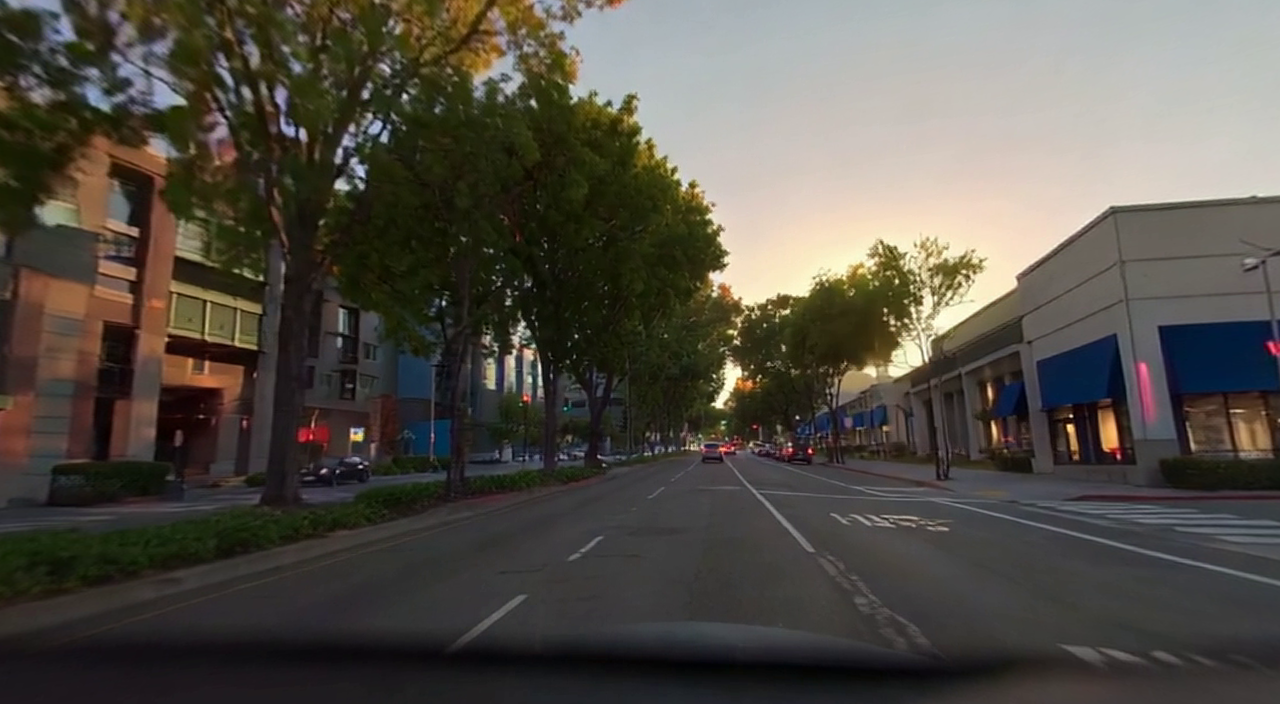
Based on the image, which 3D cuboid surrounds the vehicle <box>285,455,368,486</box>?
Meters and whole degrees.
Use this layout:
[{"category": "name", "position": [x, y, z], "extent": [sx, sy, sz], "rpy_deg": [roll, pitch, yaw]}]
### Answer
[{"category": "vehicle", "position": [-16.888, 6.404, 34.335], "extent": [1.840, 1.440, 4.442], "rpy_deg": [-3, -9, 7]}]
